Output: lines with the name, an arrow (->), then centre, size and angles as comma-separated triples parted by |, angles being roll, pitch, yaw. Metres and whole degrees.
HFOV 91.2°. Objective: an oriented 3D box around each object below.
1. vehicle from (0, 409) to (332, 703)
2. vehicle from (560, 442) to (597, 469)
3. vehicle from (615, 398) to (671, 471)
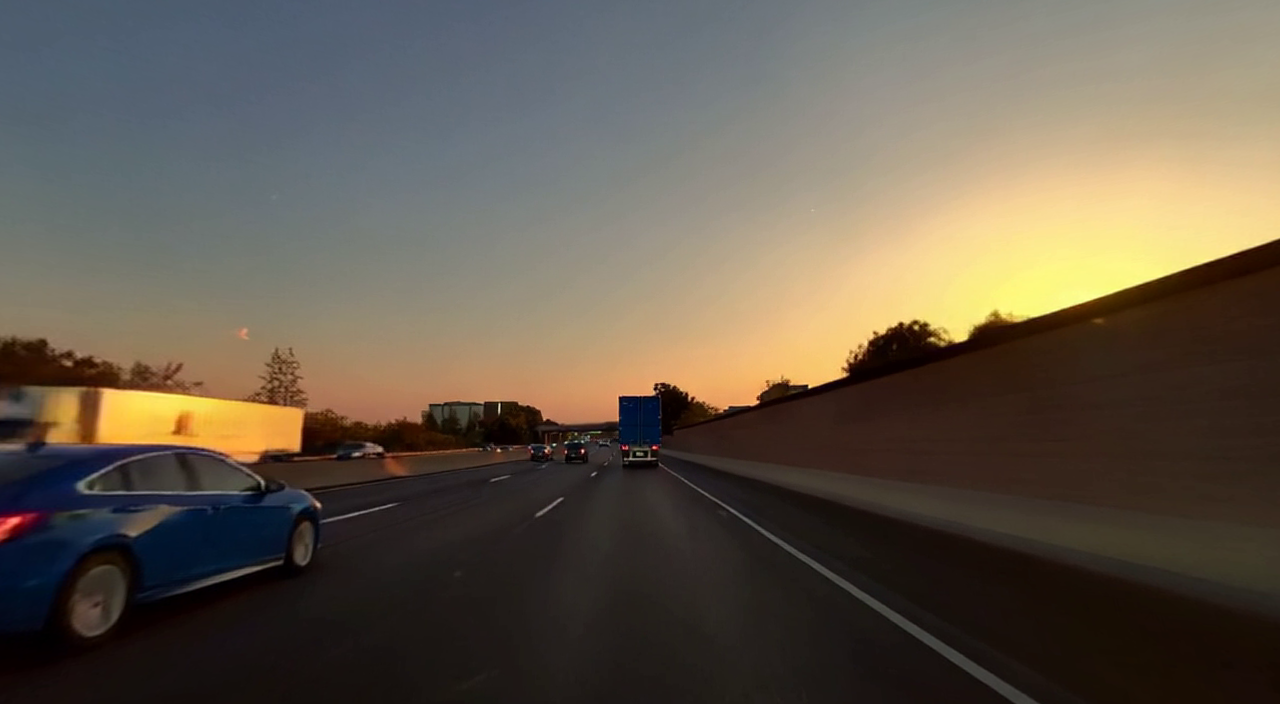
vehicle -> -4.226, 1.284, 4.672 | 1.895, 1.500, 3.808 | 0, -9, 0
vehicle -> -3.889, 6.606, 40.094 | 2.006, 1.572, 4.082 | 0, -9, -1
vehicle -> 0.116, 5.513, 40.916 | 3.123, 4.094, 10.812 | 0, -9, 0
